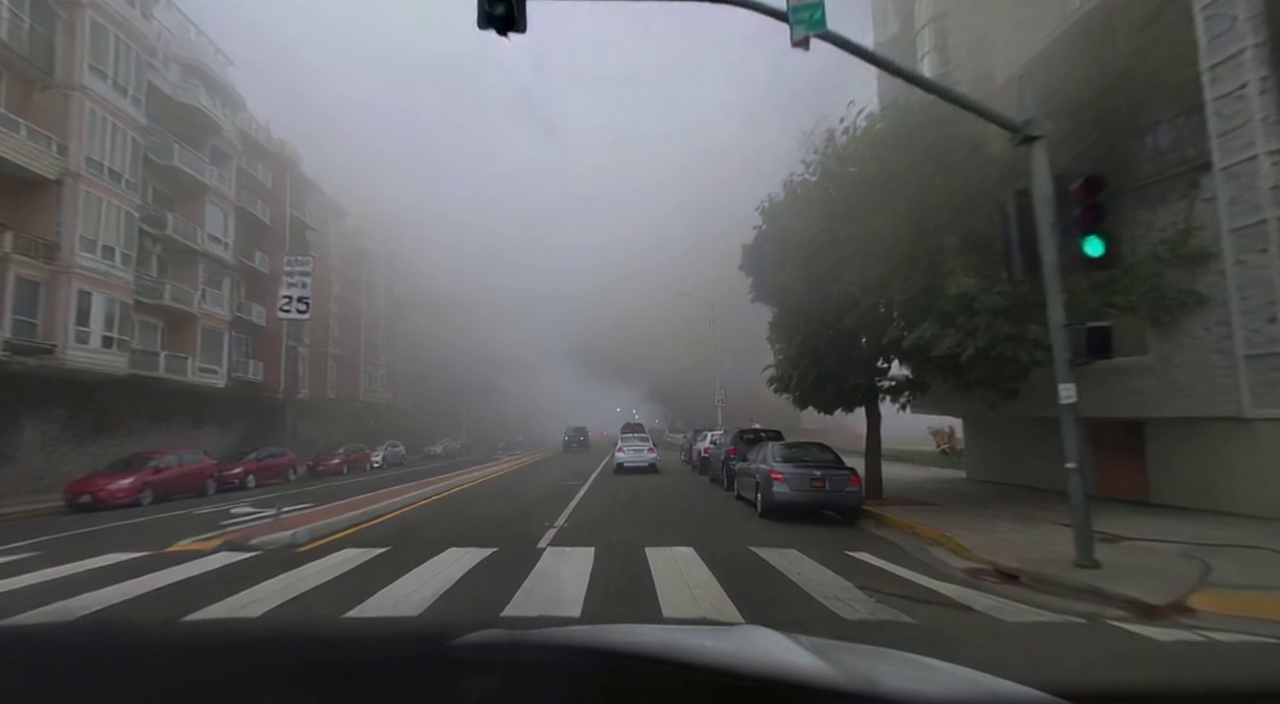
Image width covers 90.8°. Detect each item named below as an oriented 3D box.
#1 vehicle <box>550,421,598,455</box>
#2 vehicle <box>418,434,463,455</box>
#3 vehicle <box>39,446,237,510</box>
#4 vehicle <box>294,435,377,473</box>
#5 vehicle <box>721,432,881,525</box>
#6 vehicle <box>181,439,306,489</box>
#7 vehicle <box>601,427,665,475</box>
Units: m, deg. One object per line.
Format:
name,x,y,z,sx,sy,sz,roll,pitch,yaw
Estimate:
vehicle,-3.449,4.583,33.695,2.065,1.705,4.353,0,-8,0
vehicle,-14.324,6.664,45.668,1.907,1.480,4.498,0,-8,-2
vehicle,-13.811,3.443,17.841,1.863,1.468,4.565,0,-8,0
vehicle,-14.263,4.760,29.858,1.887,1.619,4.208,0,-8,-1
vehicle,2.870,2.332,12.420,1.874,1.468,4.550,0,-8,-1
vehicle,-14.047,3.935,22.735,1.805,1.580,4.477,0,-8,-4
vehicle,-0.284,3.404,21.976,2.026,1.496,3.701,0,-8,-2
